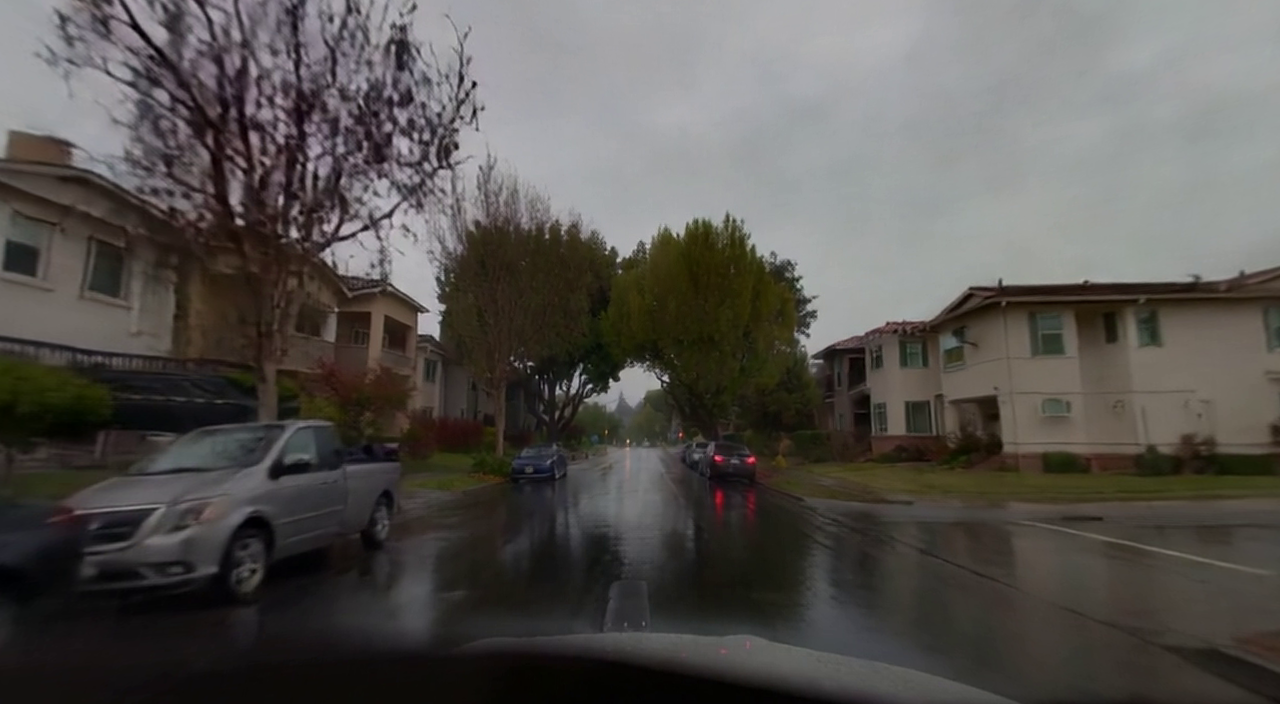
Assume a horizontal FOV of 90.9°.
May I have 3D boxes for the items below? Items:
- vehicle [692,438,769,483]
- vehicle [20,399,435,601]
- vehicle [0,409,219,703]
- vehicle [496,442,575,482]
[{"bbox_3d":[3.179,3.927,23.281,2.000,1.456,5.251,0,-8,-1],"label":"vehicle"},{"bbox_3d":[-4.221,1.566,7.530,2.108,1.686,4.129,-1,-8,1],"label":"vehicle"},{"bbox_3d":[-4.296,0.952,2.451,2.086,1.493,4.582,-1,-8,1],"label":"vehicle"},{"bbox_3d":[-3.766,4.026,23.488,1.995,1.330,4.080,0,-8,4],"label":"vehicle"}]
